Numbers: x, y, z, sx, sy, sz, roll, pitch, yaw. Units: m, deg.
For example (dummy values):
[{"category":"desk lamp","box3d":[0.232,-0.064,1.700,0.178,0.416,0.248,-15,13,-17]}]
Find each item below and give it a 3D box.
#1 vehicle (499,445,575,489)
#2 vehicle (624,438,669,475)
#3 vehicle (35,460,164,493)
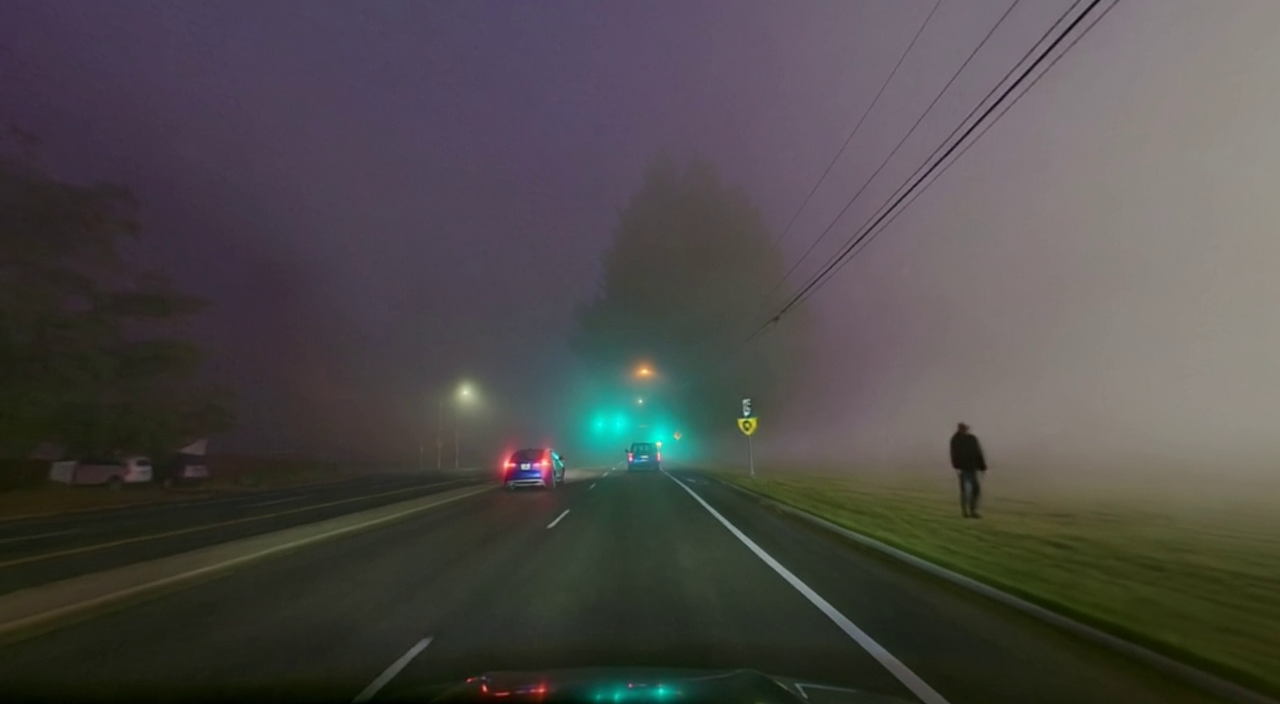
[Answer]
[{"category":"vehicle","box3d":[-3.612,4.113,22.934,2.036,1.447,4.044,0,-8,1]},{"category":"vehicle","box3d":[0.271,5.474,33.173,2.215,1.799,4.426,0,-8,-1]},{"category":"vehicle","box3d":[-25.345,5.834,29.651,4.182,1.444,1.884,1,-8,-5]}]
